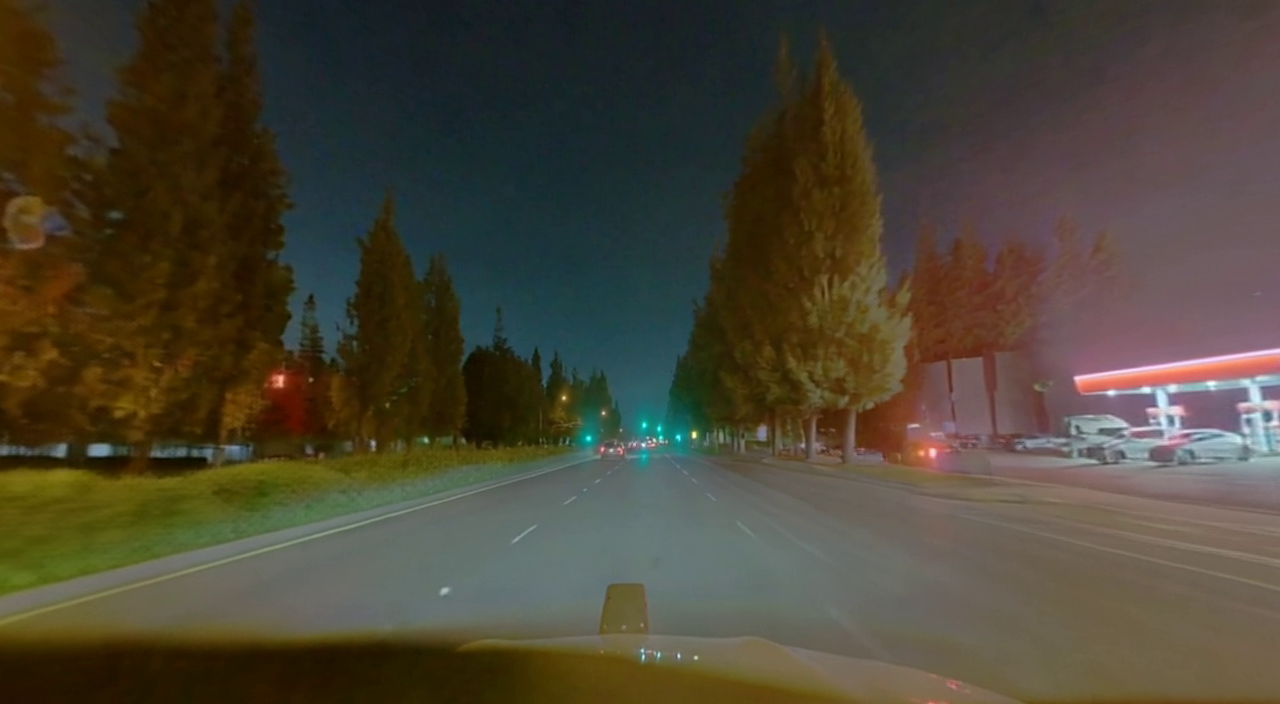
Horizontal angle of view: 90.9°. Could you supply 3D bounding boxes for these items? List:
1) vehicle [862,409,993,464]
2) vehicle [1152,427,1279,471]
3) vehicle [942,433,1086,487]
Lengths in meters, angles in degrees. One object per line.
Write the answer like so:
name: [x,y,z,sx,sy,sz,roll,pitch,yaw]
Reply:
vehicle: [15.211,4.504,33.638,5.820,2.752,2.234,0,-8,-1]
vehicle: [21.348,3.541,23.265,4.674,1.471,1.954,4,-9,-28]
vehicle: [11.682,3.385,20.117,1.967,1.500,4.353,-1,-8,1]
